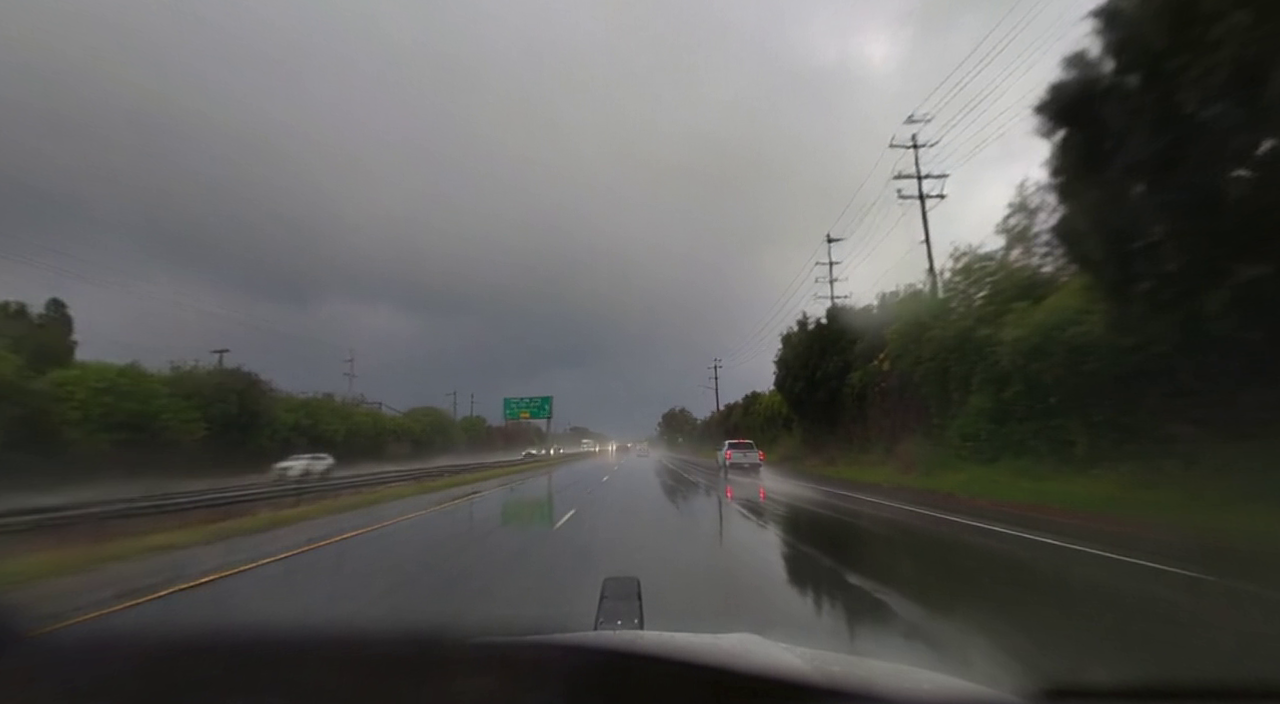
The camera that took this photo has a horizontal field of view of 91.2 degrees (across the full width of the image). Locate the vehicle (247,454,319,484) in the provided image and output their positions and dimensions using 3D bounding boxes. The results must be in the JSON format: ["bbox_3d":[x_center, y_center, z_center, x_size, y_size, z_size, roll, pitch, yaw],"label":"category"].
[{"bbox_3d":[-19.870,6.502,35.074,1.774,1.490,3.759,0,-9,0],"label":"vehicle"}]

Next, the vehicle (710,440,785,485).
[{"bbox_3d":[3.982,4.162,23.876,2.054,1.565,4.089,0,-9,-1],"label":"vehicle"}]
